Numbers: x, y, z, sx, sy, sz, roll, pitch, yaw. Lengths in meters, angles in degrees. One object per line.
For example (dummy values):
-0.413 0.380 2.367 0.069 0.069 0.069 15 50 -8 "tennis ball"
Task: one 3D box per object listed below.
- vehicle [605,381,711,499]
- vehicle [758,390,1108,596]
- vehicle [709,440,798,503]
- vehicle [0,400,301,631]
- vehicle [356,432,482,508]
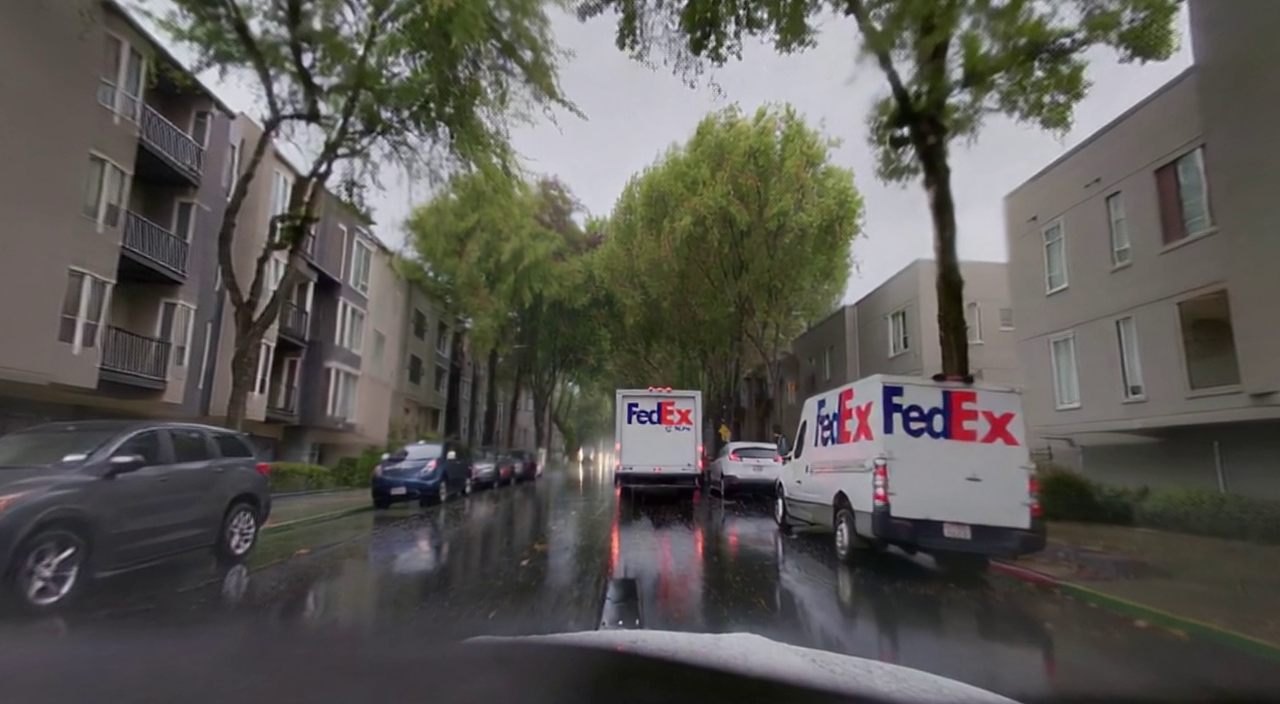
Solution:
0.404 3.028 21.647 2.930 3.275 8.180 0 -8 -1 "vehicle"
3.376 1.774 8.998 2.221 1.991 5.564 0 -8 -1 "vehicle"
3.192 3.412 18.512 1.868 1.623 3.815 0 -8 0 "vehicle"
-5.959 1.558 6.898 2.089 1.757 4.256 0 -8 0 "vehicle"
-6.081 3.271 18.091 2.020 1.867 4.654 0 -8 -1 "vehicle"
